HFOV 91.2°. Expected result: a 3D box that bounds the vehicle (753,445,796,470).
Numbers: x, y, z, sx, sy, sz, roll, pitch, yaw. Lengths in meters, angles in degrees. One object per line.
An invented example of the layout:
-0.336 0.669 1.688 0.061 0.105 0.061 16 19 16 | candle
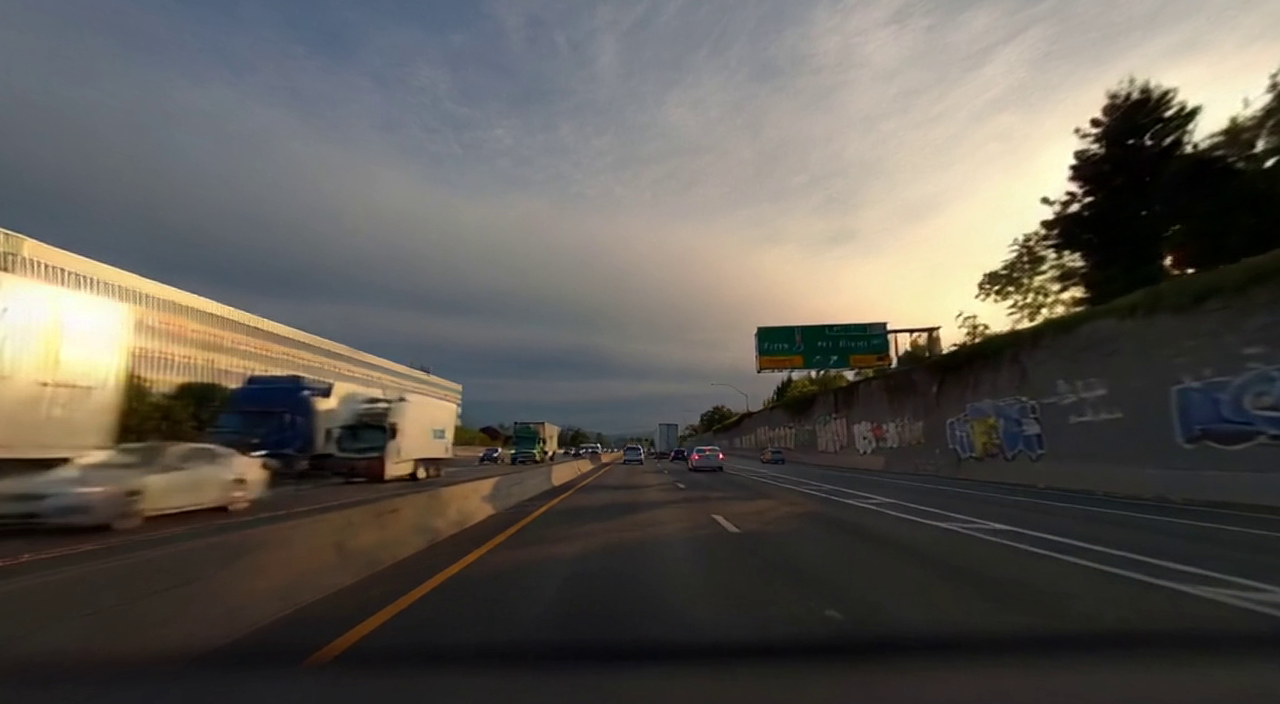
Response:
9.326 7.347 43.861 2.107 1.648 4.324 0 -9 1 | vehicle

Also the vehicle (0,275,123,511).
-12.553 0.007 6.168 2.905 4.059 14.156 0 -9 0 | vehicle

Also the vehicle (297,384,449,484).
-9.128 2.982 22.446 2.524 3.023 6.674 0 -9 -1 | vehicle

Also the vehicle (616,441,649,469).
-0.519 7.025 42.899 2.169 1.753 4.151 0 -9 0 | vehicle

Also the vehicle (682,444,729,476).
3.479 5.818 34.178 2.045 1.605 4.674 0 -9 -1 | vehicle

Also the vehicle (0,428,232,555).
-8.459 1.922 9.213 1.907 1.470 4.436 0 -9 0 | vehicle
